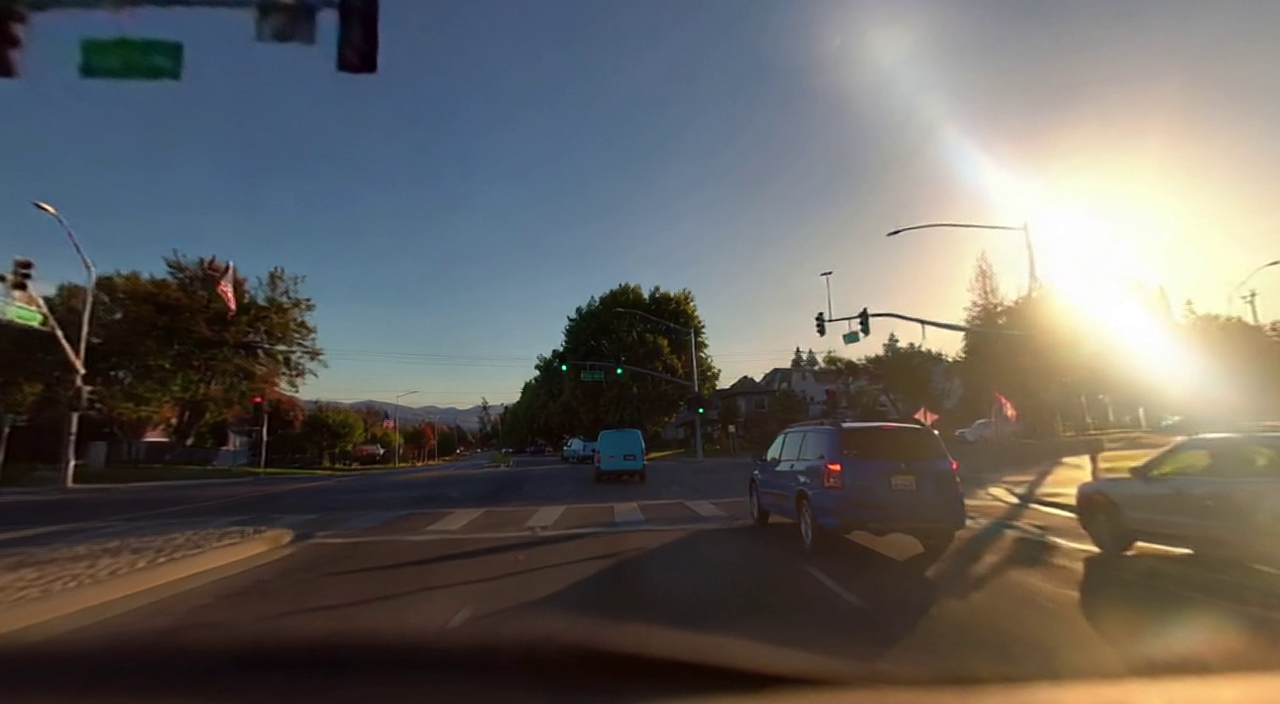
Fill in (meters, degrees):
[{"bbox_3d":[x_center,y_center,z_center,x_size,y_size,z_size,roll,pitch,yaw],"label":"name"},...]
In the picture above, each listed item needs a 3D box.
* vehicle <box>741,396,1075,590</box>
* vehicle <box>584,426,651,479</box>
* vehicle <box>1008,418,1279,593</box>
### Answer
[{"bbox_3d":[2.753,1.575,7.942,2.024,1.686,4.588,0,-8,-2],"label":"vehicle"},{"bbox_3d":[-0.981,3.822,24.213,2.185,1.822,4.583,0,-8,-6],"label":"vehicle"},{"bbox_3d":[6.512,1.507,6.792,2.124,1.474,4.880,0,-8,0],"label":"vehicle"}]
